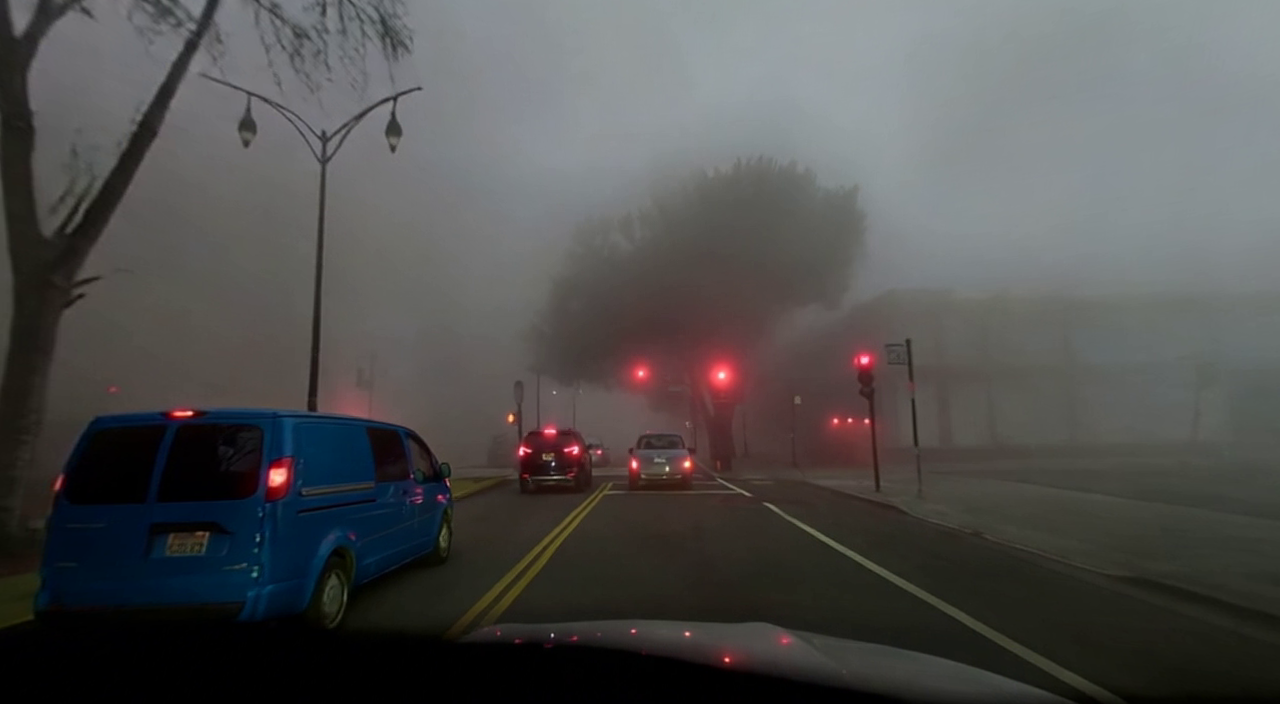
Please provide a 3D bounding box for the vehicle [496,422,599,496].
[{"bbox_3d":[-2.443,2.998,17.971,2.124,1.799,4.587,0,-8,1],"label":"vehicle"}]

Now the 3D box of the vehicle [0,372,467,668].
[{"bbox_3d":[-3.064,1.258,5.670,1.940,1.722,3.823,0,-8,0],"label":"vehicle"}]

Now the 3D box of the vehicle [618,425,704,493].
[{"bbox_3d":[0.584,3.054,18.263,2.205,1.727,3.917,-1,-8,1],"label":"vehicle"}]
